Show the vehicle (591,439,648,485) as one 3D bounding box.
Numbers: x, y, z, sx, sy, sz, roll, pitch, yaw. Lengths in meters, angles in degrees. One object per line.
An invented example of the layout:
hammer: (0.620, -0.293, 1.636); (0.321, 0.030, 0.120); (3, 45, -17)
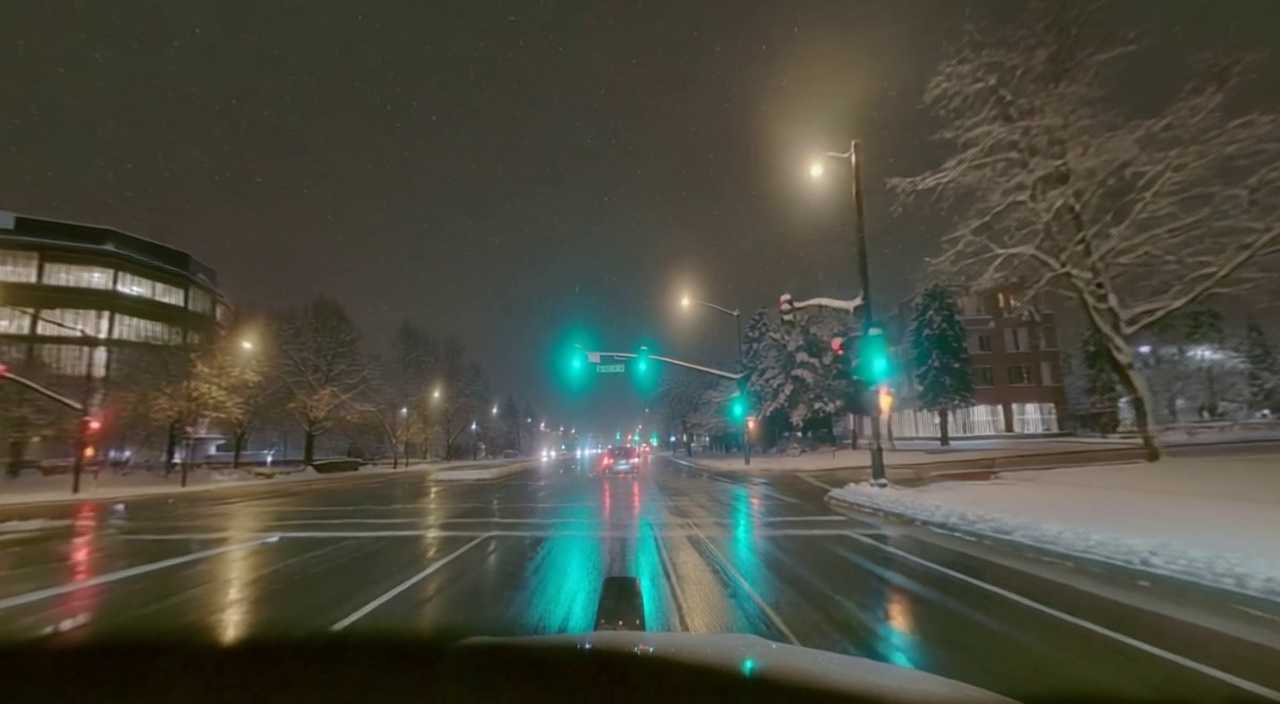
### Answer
vehicle: (-0.828, 4.426, 25.762); (2.130, 1.711, 4.038); (0, -9, -2)
